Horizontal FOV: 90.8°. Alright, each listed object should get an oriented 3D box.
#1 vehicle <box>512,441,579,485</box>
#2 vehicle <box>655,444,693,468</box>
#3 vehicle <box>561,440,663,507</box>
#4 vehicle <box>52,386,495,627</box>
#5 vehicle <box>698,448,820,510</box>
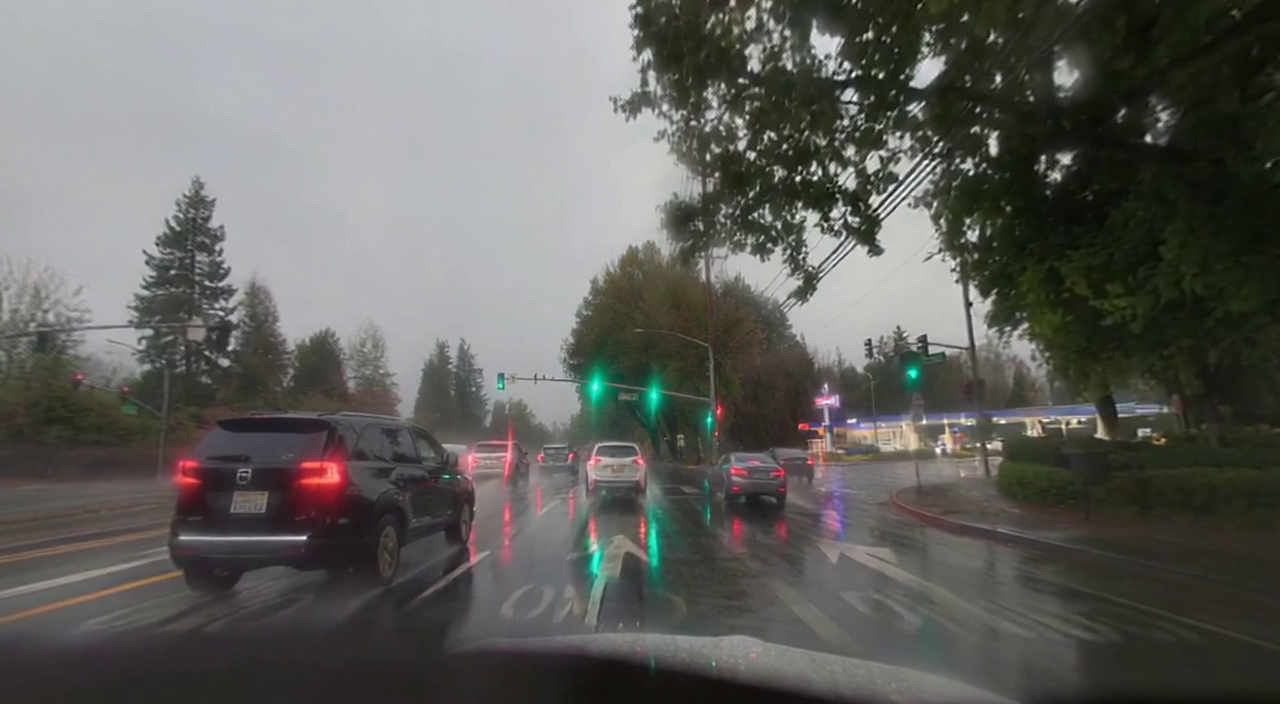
[{"bbox_3d":[-3.540,4.231,24.448,1.953,1.530,4.335,0,-8,0],"label":"vehicle"},{"bbox_3d":[2.230,6.934,42.342,2.069,1.464,4.599,0,-8,-2],"label":"vehicle"},{"bbox_3d":[-0.670,2.931,15.755,2.189,1.437,4.135,0,-8,-2],"label":"vehicle"},{"bbox_3d":[-3.041,1.388,6.669,1.922,1.642,4.547,0,-8,0],"label":"vehicle"},{"bbox_3d":[2.759,3.060,15.792,2.065,1.302,4.416,0,-8,-2],"label":"vehicle"}]
